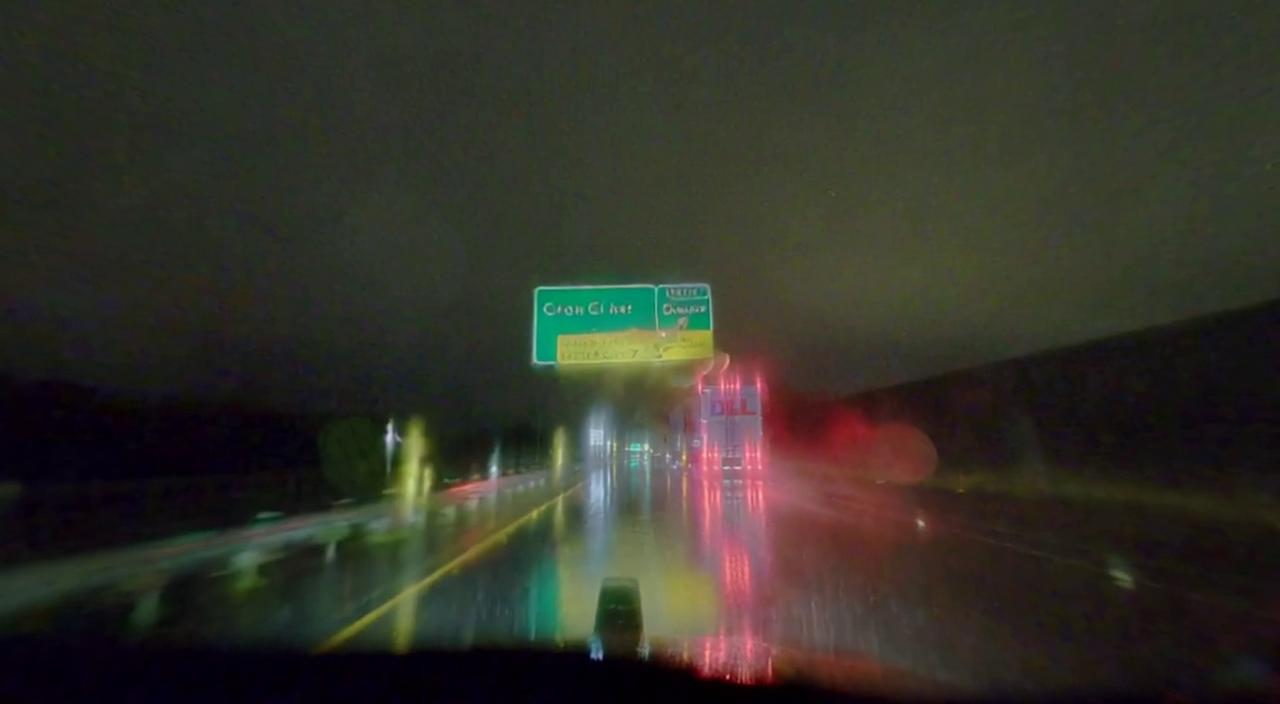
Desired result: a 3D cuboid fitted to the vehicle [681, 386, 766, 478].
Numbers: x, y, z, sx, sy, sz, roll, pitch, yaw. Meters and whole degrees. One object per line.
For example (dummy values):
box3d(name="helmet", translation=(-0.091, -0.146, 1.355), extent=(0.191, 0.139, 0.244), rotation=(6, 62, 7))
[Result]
box3d(name="vehicle", translation=(3.966, 4.155, 31.904), extent=(2.879, 4.075, 8.126), rotation=(0, -9, -2))
